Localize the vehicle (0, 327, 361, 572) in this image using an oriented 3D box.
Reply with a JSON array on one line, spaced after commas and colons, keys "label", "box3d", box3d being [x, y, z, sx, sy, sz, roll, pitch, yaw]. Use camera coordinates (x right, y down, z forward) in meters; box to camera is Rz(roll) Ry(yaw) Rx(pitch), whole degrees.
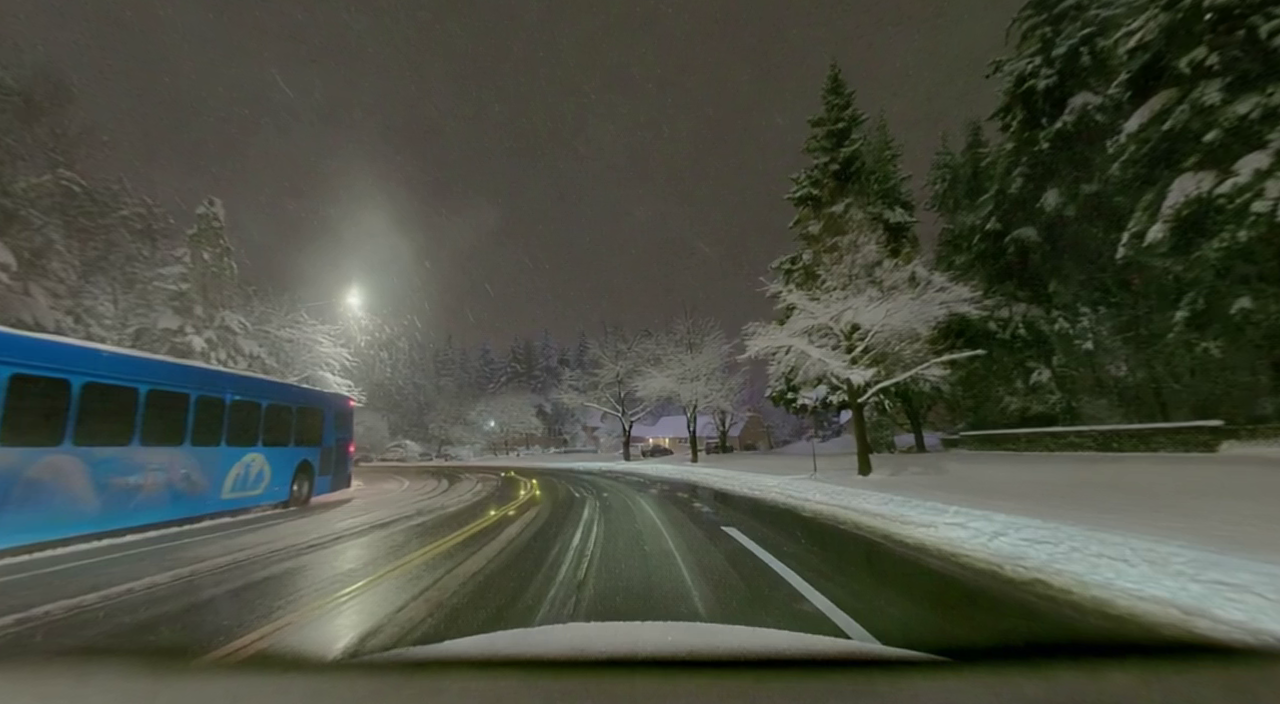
[{"label": "vehicle", "box3d": [-8.603, 1.776, 11.922, 2.886, 2.994, 8.380, 0, -8, 0]}]
